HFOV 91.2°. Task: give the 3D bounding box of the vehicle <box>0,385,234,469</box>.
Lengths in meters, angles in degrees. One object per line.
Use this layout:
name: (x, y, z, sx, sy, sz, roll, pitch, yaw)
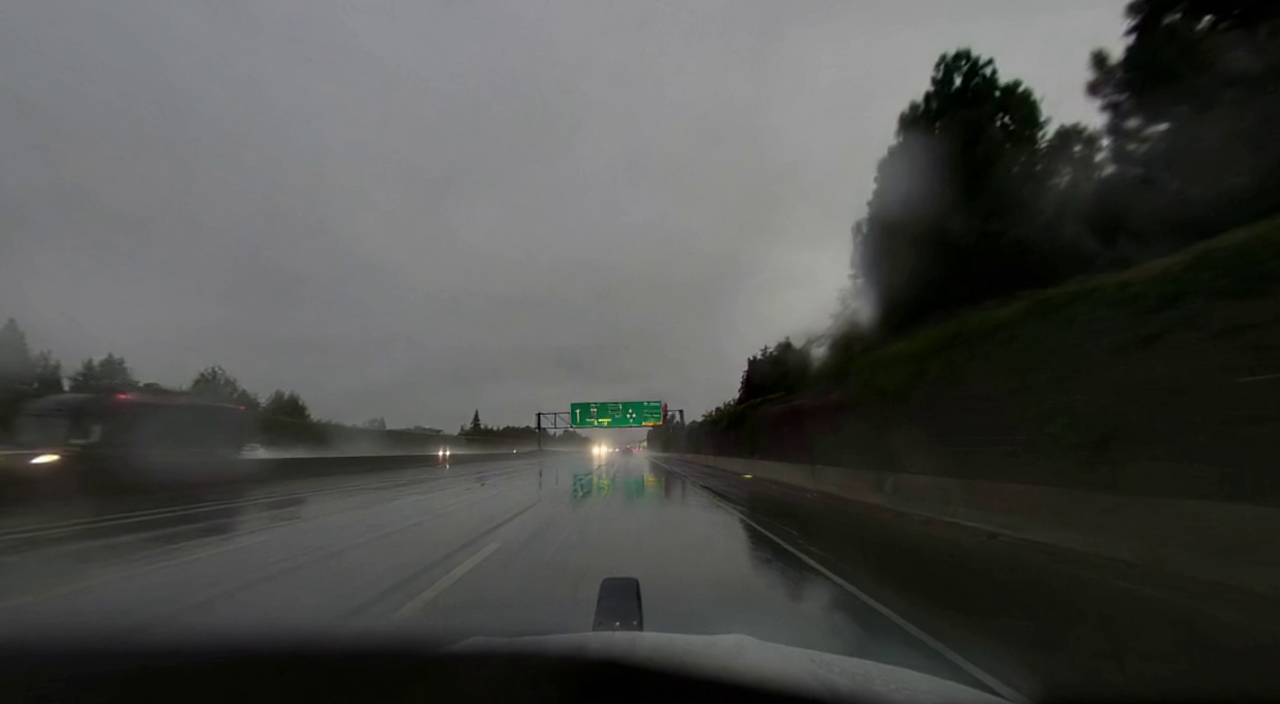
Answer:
vehicle: (-21.089, 3.210, 25.740, 3.509, 2.913, 7.863, 0, -9, 0)
